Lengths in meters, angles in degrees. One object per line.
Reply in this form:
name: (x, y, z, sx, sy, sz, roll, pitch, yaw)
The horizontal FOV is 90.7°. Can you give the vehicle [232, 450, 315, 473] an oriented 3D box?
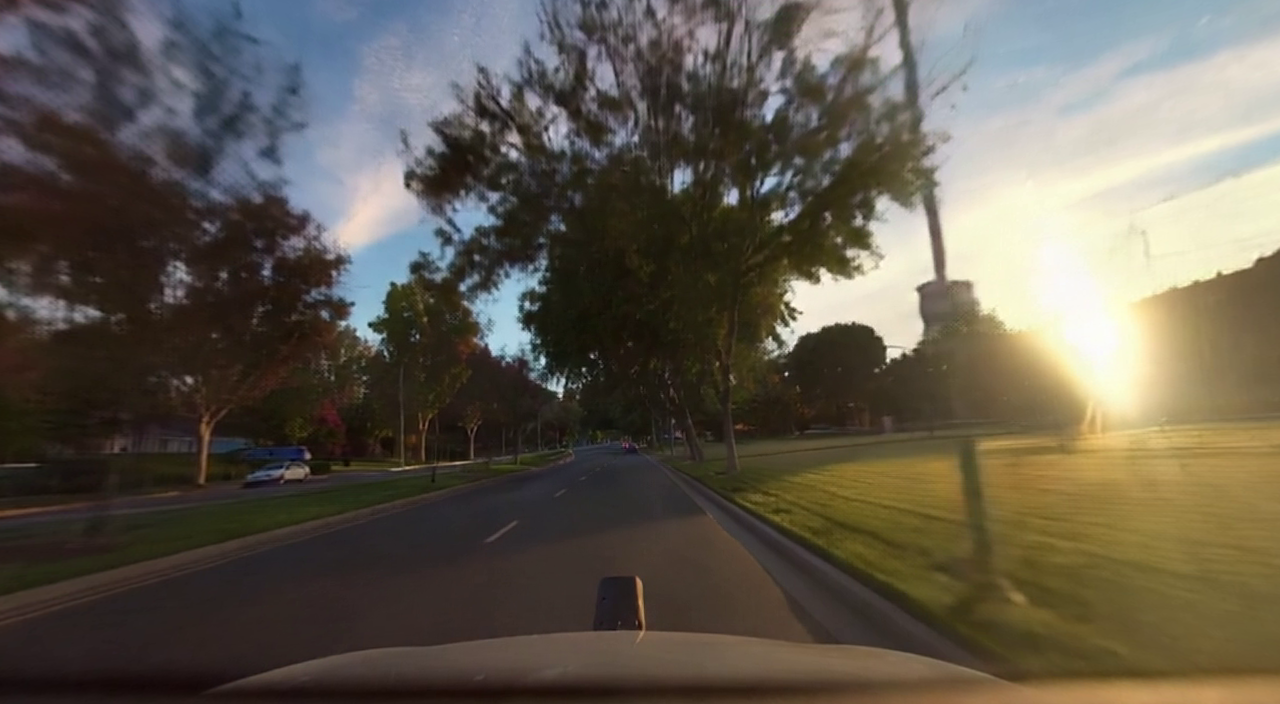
vehicle: (-24.617, 7.334, 42.566, 4.440, 1.460, 1.819, 0, -8, 0)
